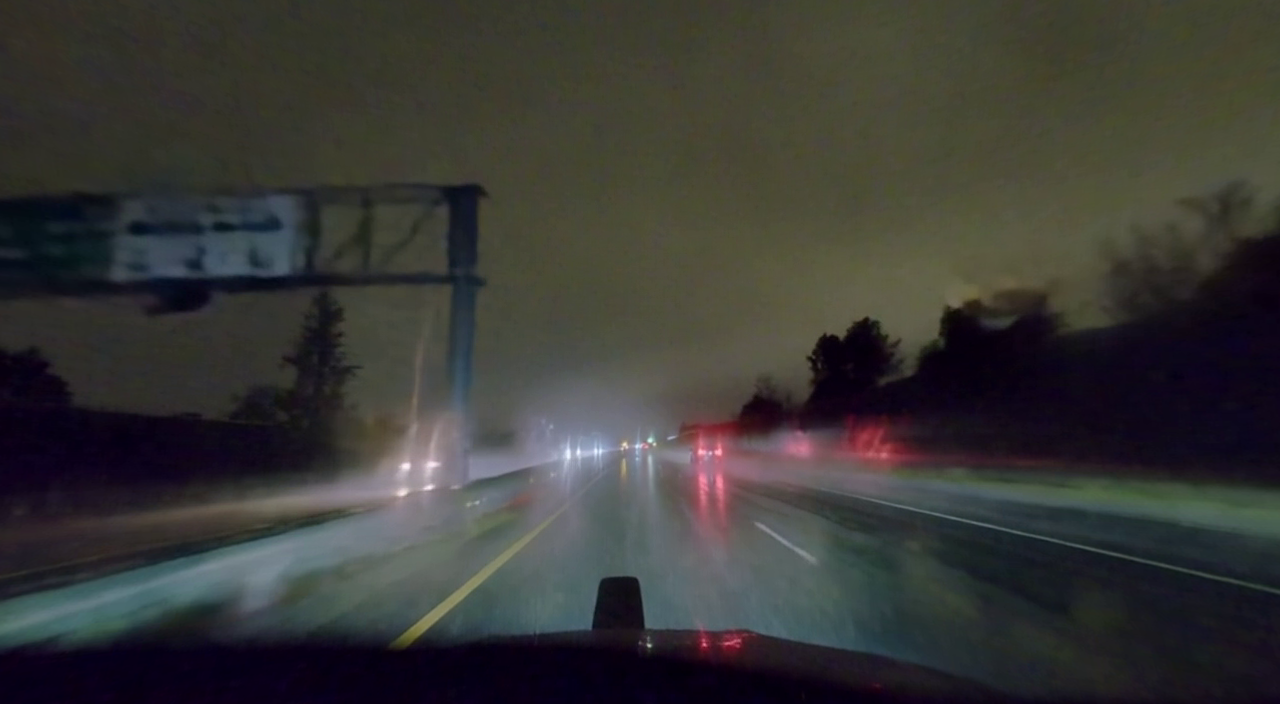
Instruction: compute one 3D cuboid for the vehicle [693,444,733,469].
[{"bbox_3d":[4.380,6.377,38.495,1.923,1.408,3.835,0,-9,-1],"label":"vehicle"}]
